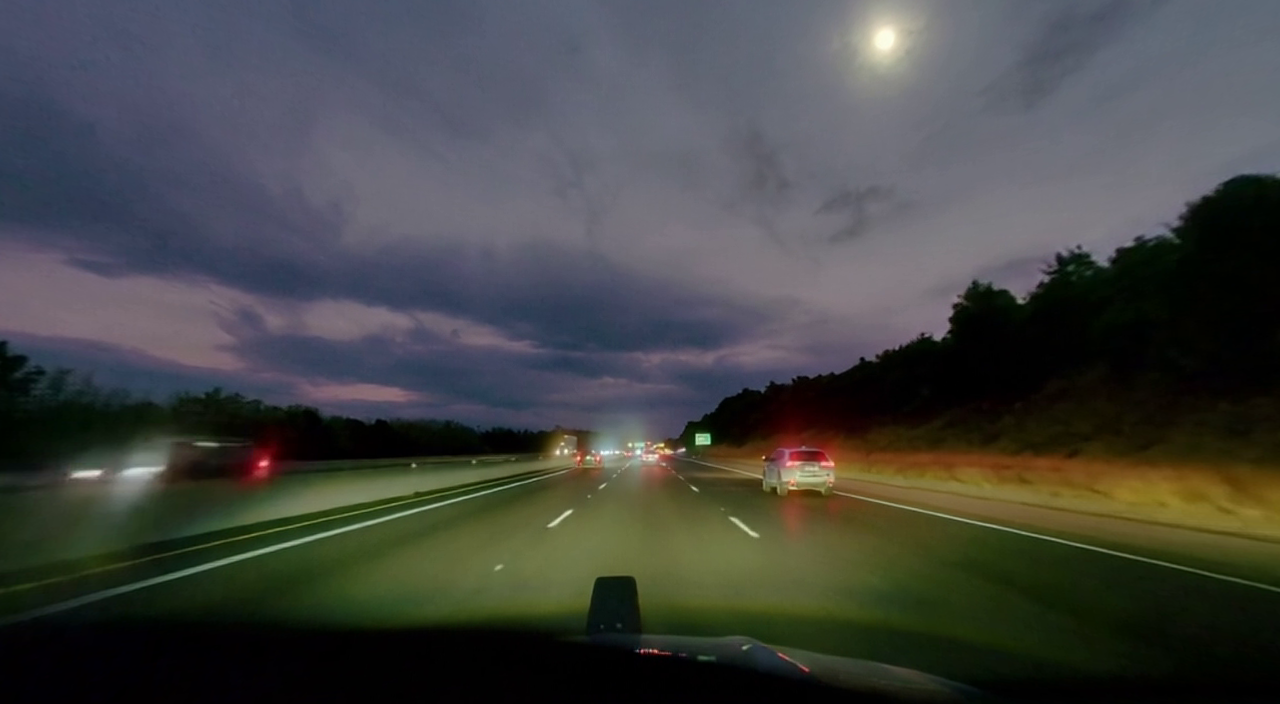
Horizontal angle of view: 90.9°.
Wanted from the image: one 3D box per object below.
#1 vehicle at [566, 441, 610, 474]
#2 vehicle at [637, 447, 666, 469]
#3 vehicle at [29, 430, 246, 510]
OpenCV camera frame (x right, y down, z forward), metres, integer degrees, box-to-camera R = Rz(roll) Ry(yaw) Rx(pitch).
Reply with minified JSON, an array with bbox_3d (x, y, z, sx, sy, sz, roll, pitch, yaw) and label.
[{"bbox_3d":[-2.934,6.129,36.641,2.143,1.770,4.283,0,-9,1],"label":"vehicle"},{"bbox_3d":[0.806,7.870,46.828,2.036,1.519,4.225,0,-9,0],"label":"vehicle"},{"bbox_3d":[-13.375,3.151,17.296,2.072,1.878,4.726,0,-9,-1],"label":"vehicle"}]
